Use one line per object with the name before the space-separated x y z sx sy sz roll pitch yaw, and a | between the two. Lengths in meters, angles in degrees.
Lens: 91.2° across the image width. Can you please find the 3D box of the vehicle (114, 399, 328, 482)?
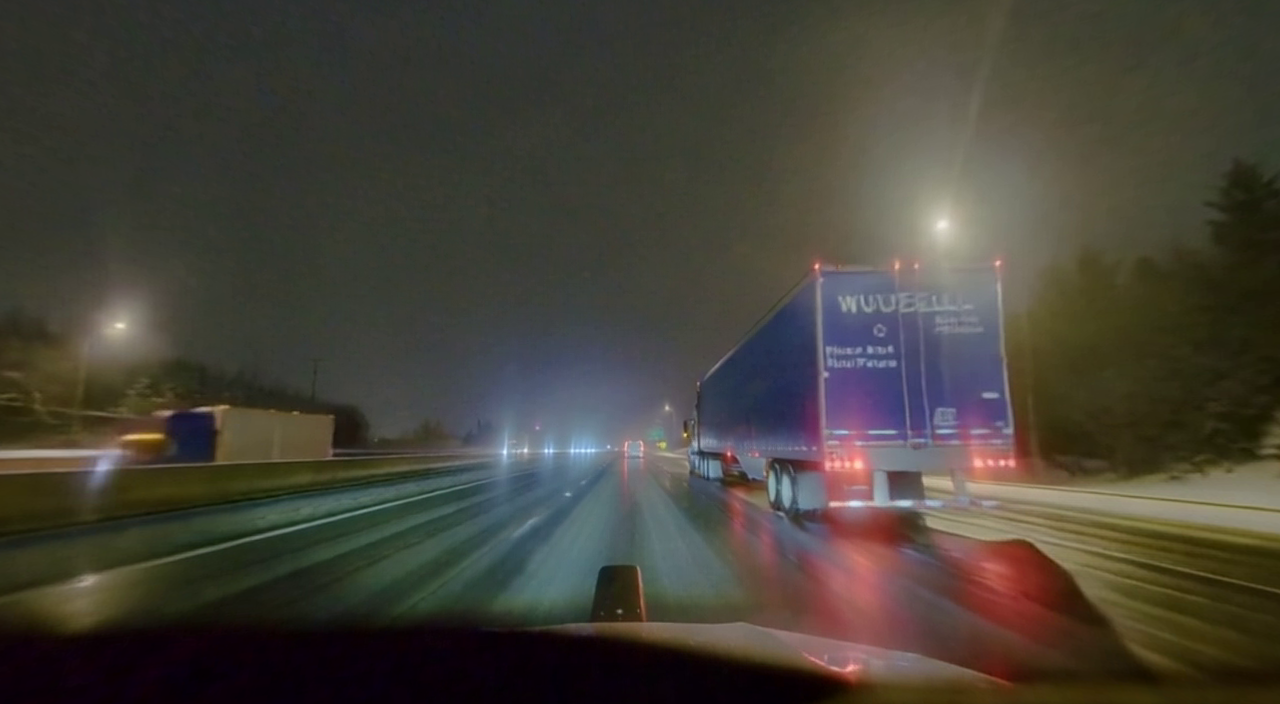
vehicle | -23.200 5.238 36.488 2.901 3.874 13.959 0 -9 0

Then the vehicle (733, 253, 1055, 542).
vehicle | 4.097 1.227 12.970 2.869 4.013 8.610 0 -9 -1
